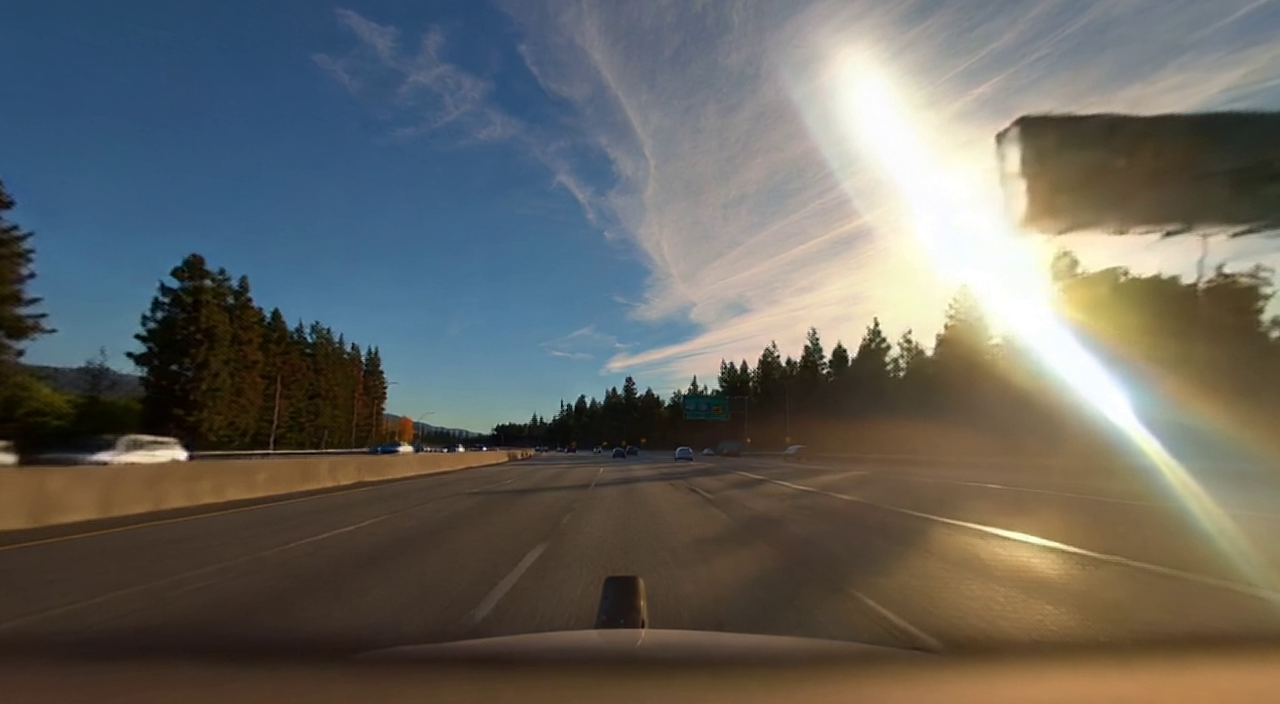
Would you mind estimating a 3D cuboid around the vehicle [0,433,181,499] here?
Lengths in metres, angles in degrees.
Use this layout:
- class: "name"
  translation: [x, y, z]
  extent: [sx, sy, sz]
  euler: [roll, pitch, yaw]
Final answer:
- class: "vehicle"
  translation: [-19.897, 4.052, 22.697]
  extent: [2.374, 2.041, 5.885]
  euler: [0, -9, -2]
